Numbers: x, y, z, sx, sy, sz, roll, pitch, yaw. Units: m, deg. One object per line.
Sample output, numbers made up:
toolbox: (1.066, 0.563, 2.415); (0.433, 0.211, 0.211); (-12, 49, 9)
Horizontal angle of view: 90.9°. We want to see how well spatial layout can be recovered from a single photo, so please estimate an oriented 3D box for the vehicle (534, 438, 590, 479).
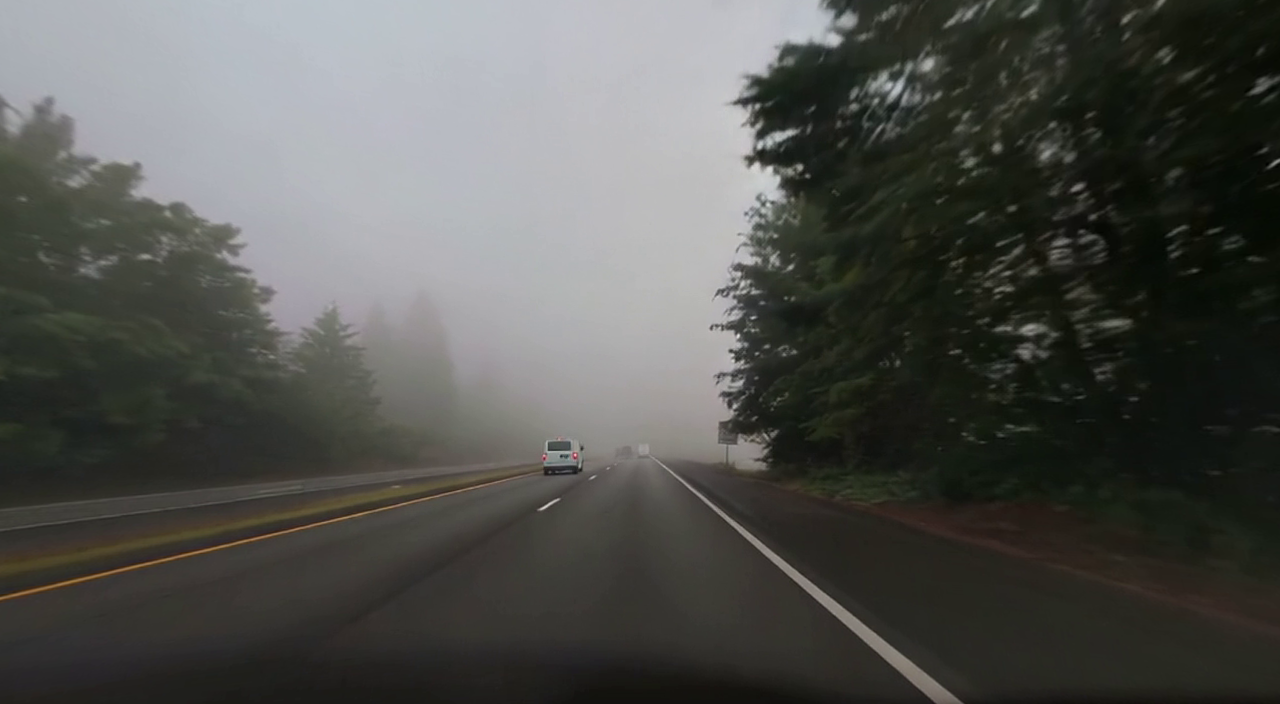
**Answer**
vehicle: (-3.648, 5.072, 30.241); (2.056, 1.811, 4.202); (0, -9, 1)
